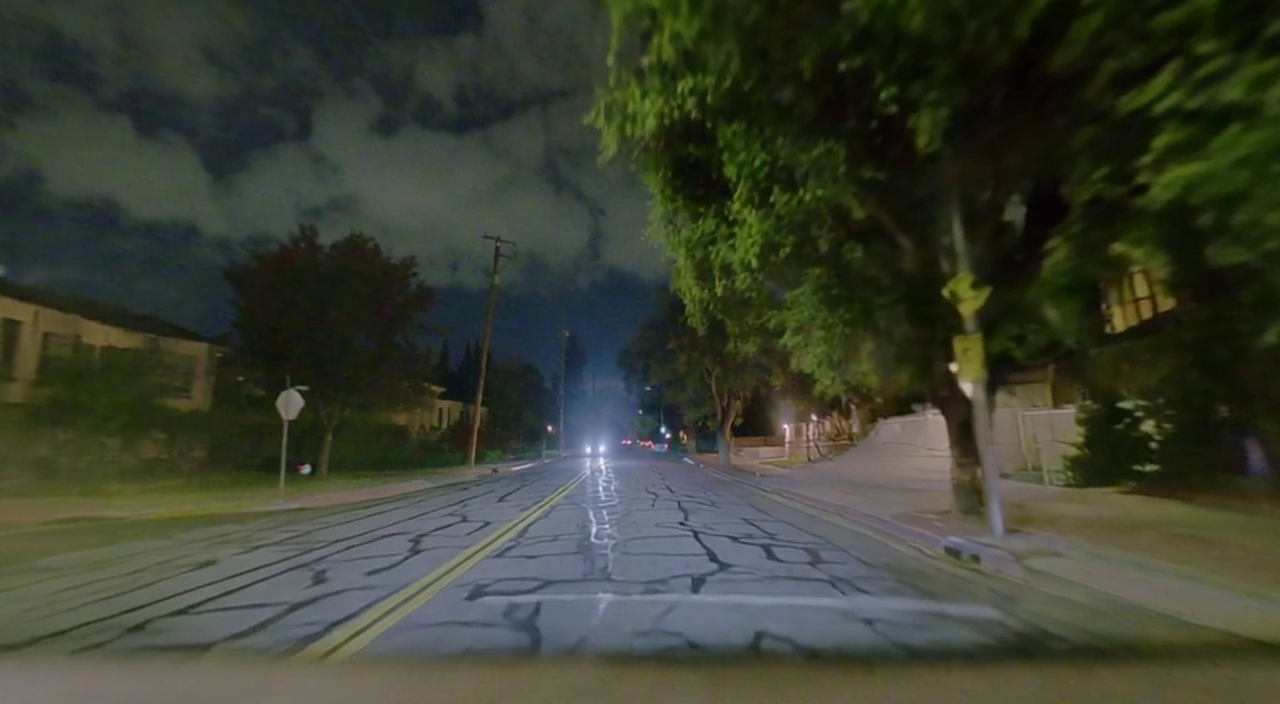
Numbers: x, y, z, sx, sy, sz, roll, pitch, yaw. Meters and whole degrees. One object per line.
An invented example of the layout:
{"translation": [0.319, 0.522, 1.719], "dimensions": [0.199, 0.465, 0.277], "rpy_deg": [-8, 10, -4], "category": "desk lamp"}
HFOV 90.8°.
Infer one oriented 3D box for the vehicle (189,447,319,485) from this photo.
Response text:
{"translation": [-18.628, 5.525, 30.693], "dimensions": [4.874, 1.675, 2.197], "rpy_deg": [-1, -9, -1], "category": "vehicle"}
